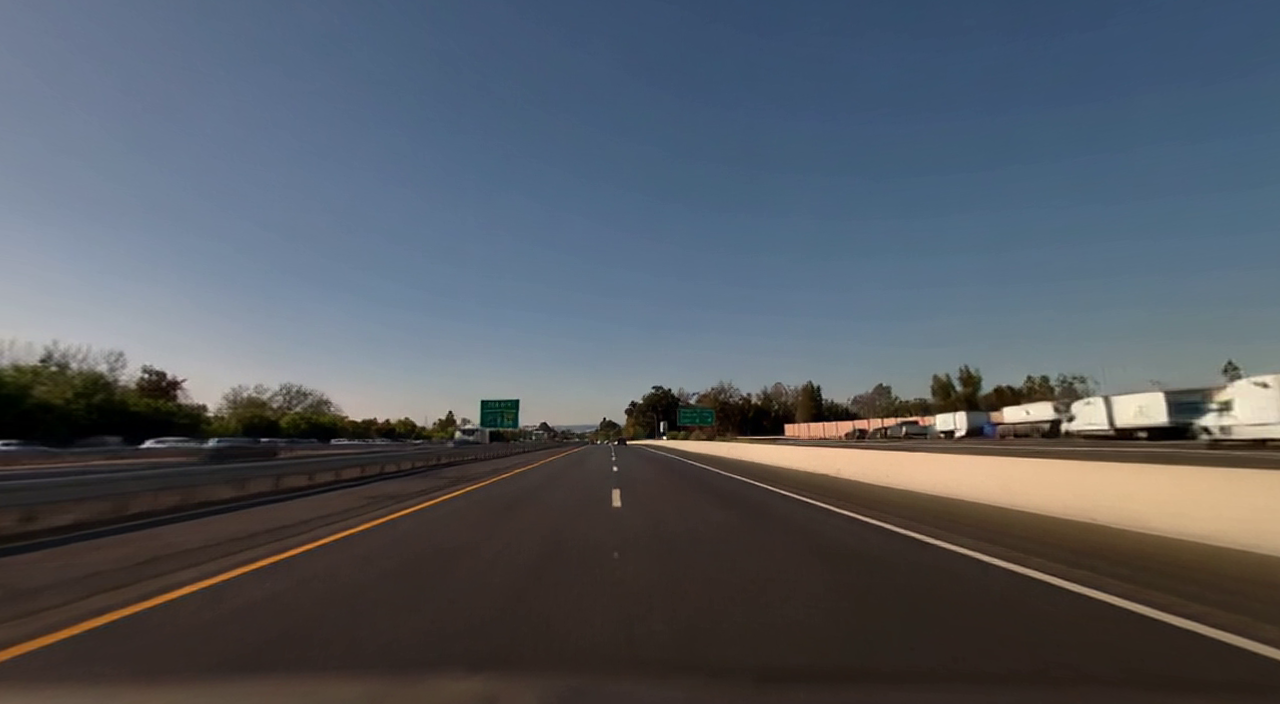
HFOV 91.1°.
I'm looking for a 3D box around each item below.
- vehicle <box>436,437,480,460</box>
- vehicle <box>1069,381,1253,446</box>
[{"bbox_3d":[-13.142,6.987,45.601,1.887,1.558,4.261,0,-8,0],"label":"vehicle"},{"bbox_3d":[39.154,5.027,48.576,2.885,4.199,14.850,0,-8,6],"label":"vehicle"}]
